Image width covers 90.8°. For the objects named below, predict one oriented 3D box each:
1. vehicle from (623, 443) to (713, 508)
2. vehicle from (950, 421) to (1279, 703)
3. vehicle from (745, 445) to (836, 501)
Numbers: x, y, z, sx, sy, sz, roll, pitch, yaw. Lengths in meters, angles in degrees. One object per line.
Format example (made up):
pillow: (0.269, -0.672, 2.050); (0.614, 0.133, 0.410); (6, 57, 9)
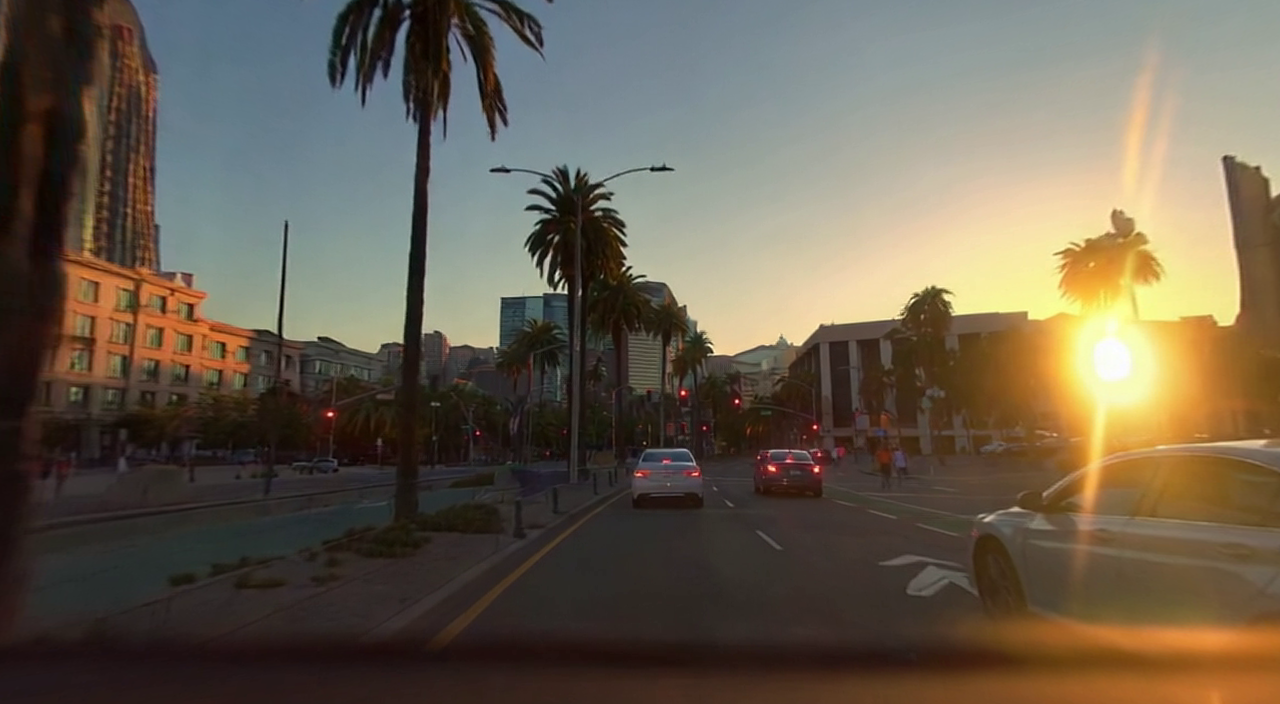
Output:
vehicle: (0.785, 3.177, 16.674); (2.078, 1.503, 3.681); (-1, -9, 4)
vehicle: (3.857, 1.186, 3.747); (1.913, 1.469, 4.425); (-1, -9, 2)
vehicle: (4.393, 3.580, 19.181); (1.920, 1.490, 4.417); (-1, -9, 4)
